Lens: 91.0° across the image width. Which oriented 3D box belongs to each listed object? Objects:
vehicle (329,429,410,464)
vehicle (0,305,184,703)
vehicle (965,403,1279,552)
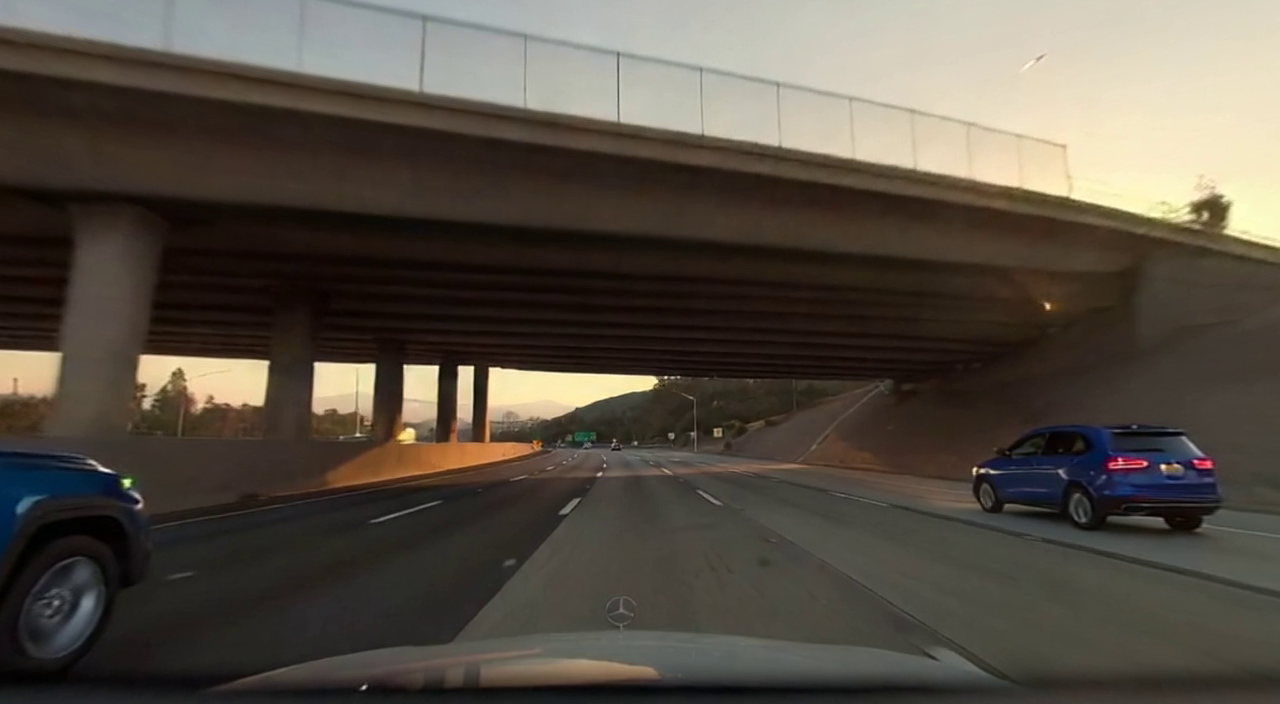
[{"bbox_3d":[-15.861,5.597,37.300,2.283,1.920,5.625,0,-9,0],"label":"vehicle"},{"bbox_3d":[-3.915,0.528,1.462,2.164,1.840,4.688,0,-9,0],"label":"vehicle"},{"bbox_3d":[7.192,1.781,9.563,2.091,1.711,4.383,0,-9,-1],"label":"vehicle"}]
